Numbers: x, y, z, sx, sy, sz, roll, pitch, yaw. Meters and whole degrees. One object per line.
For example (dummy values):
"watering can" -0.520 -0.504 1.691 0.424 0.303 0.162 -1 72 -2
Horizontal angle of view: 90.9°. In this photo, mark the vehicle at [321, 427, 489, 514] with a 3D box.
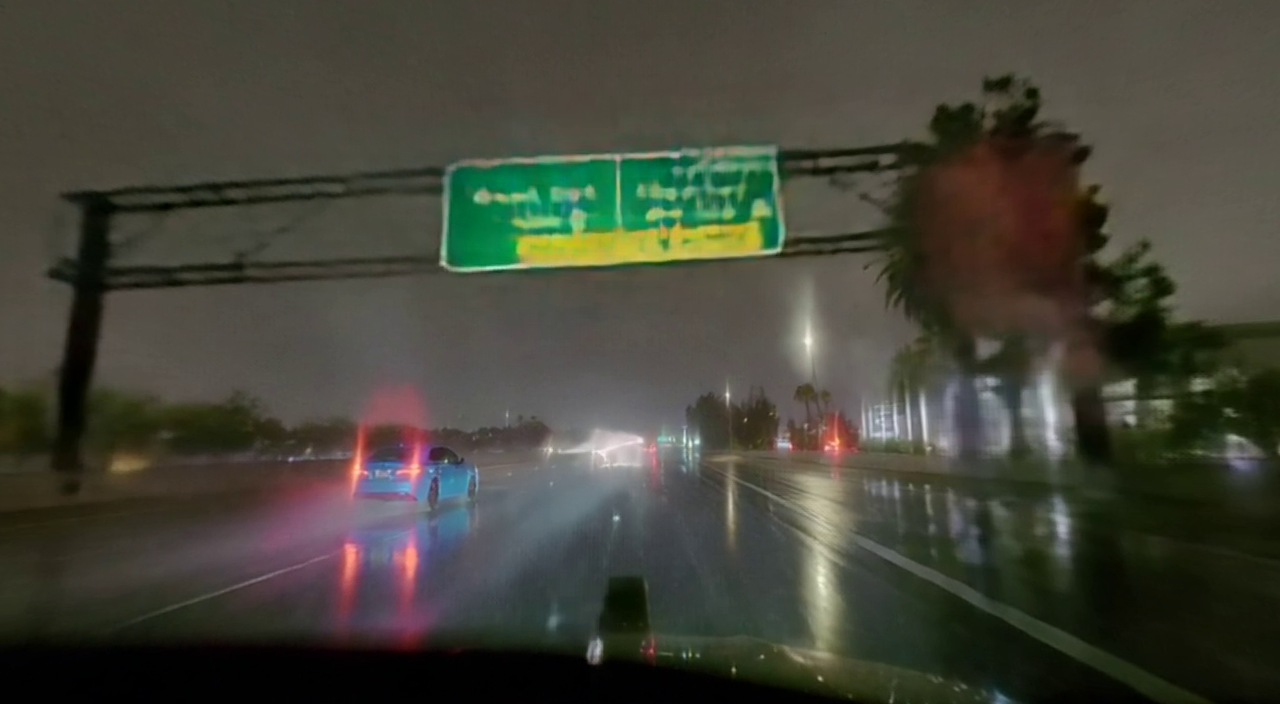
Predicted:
"vehicle" -5.511 2.846 15.643 2.145 1.793 4.762 -1 -8 3
